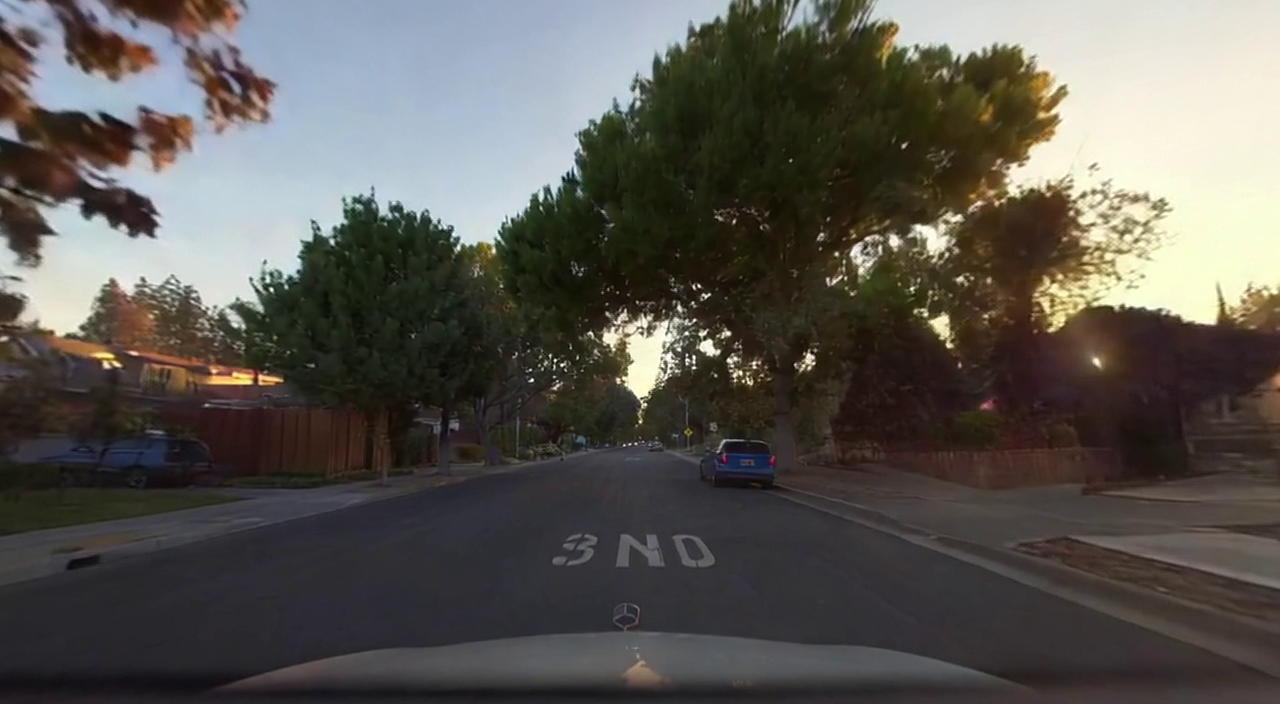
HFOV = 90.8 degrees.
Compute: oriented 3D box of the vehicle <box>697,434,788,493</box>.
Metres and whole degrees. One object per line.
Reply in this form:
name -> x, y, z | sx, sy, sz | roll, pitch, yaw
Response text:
vehicle -> 3.069, 3.433, 19.770 | 2.114, 1.633, 4.042 | 0, -8, -1
